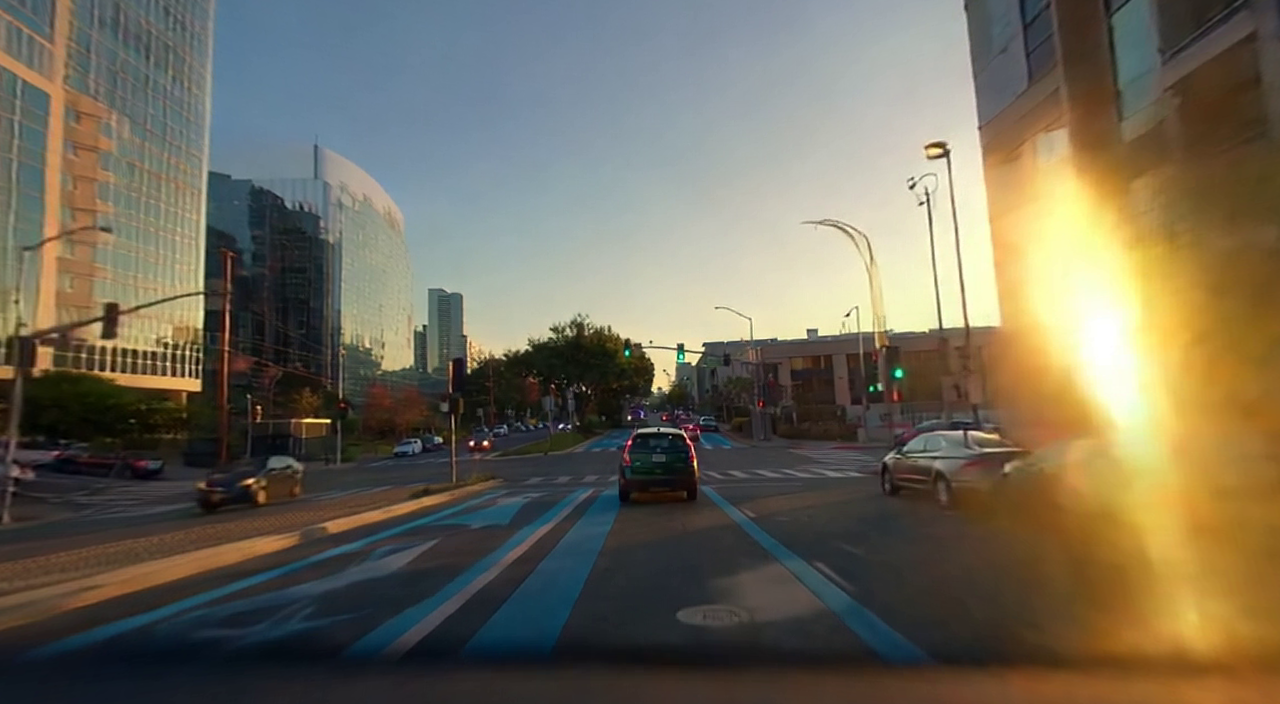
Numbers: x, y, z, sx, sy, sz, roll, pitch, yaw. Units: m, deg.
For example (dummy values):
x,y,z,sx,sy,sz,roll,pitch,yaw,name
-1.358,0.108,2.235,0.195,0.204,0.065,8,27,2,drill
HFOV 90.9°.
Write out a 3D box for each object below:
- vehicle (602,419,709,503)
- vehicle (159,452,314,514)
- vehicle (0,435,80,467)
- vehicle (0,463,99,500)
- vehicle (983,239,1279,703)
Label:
x,y,z,sx,sy,sz,roll,pitch,yaw,name
0.353,2.654,15.671,2.283,1.773,4.255,0,-9,1,vehicle
-13.334,4.299,21.309,2.025,1.785,4.845,0,-9,0,vehicle
-36.449,5.899,37.597,1.966,1.807,4.441,0,-9,-1,vehicle
-28.066,5.942,29.033,4.478,1.578,1.890,0,-9,1,vehicle
3.347,0.426,0.546,2.487,2.048,6.443,0,-9,0,vehicle
